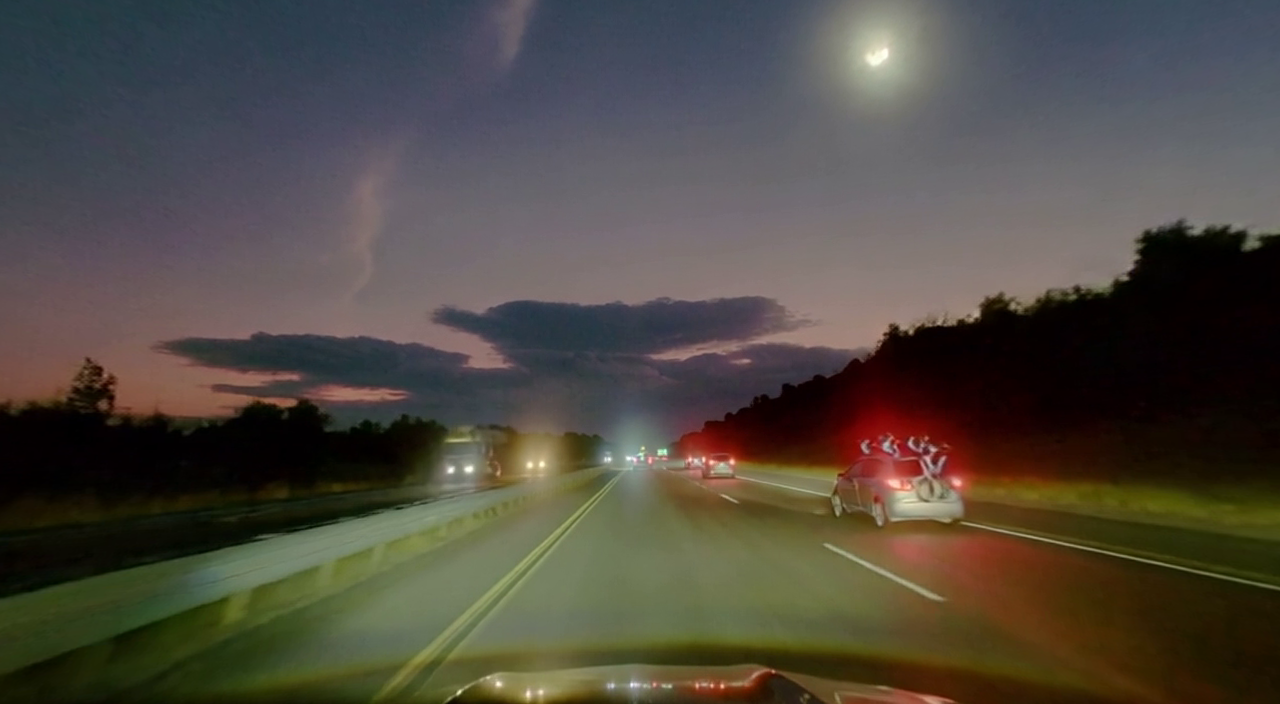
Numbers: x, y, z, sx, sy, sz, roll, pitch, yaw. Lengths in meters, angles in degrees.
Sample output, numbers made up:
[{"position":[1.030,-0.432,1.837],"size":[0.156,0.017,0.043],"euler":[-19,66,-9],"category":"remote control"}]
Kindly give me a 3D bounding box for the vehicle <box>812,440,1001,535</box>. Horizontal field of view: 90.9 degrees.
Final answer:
[{"position":[4.883,2.513,12.205],"size":[1.964,1.513,3.707],"euler":[0,-9,-1],"category":"vehicle"}]

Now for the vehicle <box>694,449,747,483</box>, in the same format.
[{"position":[4.116,5.916,33.012],"size":[2.122,1.662,4.392],"euler":[0,-9,-1],"category":"vehicle"}]

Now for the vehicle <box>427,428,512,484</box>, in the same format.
[{"position":[-12.579,7.871,47.990],"size":[3.046,3.630,12.421],"euler":[0,-9,0],"category":"vehicle"}]
